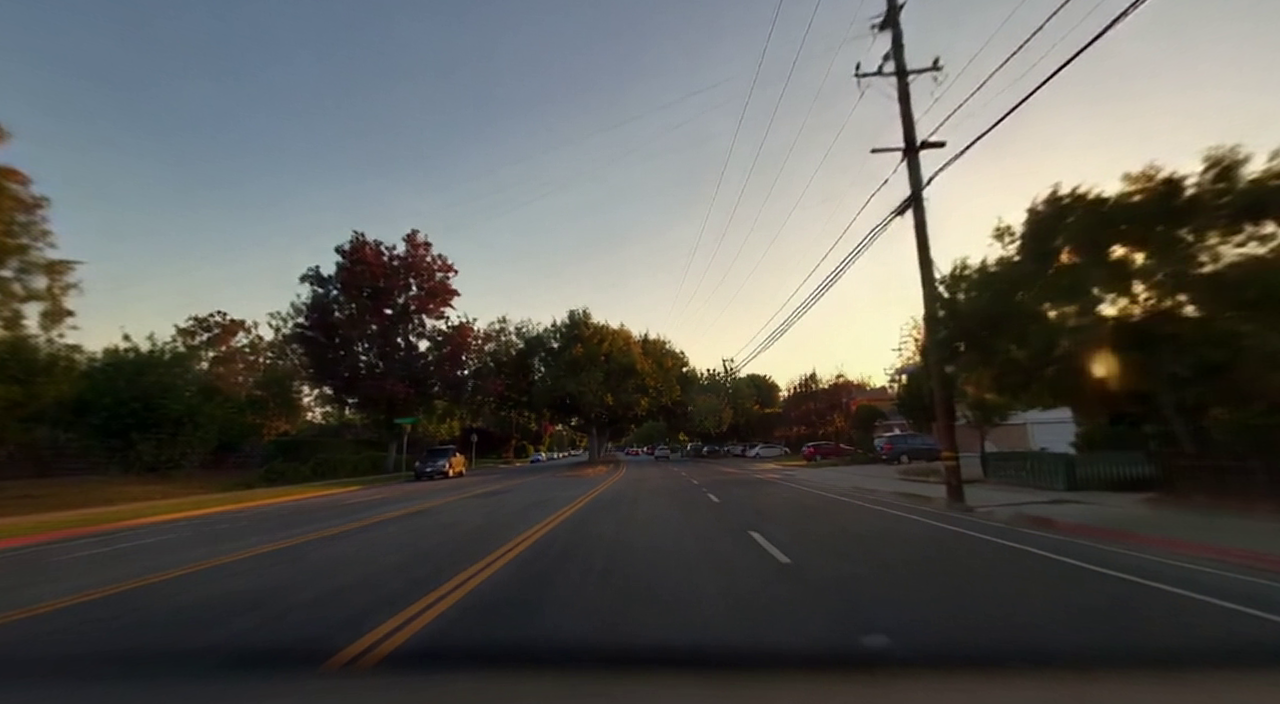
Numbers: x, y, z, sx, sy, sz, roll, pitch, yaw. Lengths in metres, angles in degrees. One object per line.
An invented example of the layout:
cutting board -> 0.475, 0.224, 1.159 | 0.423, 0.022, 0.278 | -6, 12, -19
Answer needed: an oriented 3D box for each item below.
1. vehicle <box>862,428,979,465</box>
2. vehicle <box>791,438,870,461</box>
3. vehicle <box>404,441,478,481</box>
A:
vehicle -> 13.843, 4.696, 31.385 | 4.793, 1.744, 2.055 | -1, -8, 1
vehicle -> 13.204, 6.802, 43.988 | 4.767, 1.557, 1.994 | 0, -9, -1
vehicle -> -10.987, 6.091, 35.330 | 2.347, 1.960, 5.167 | -2, -10, 2
